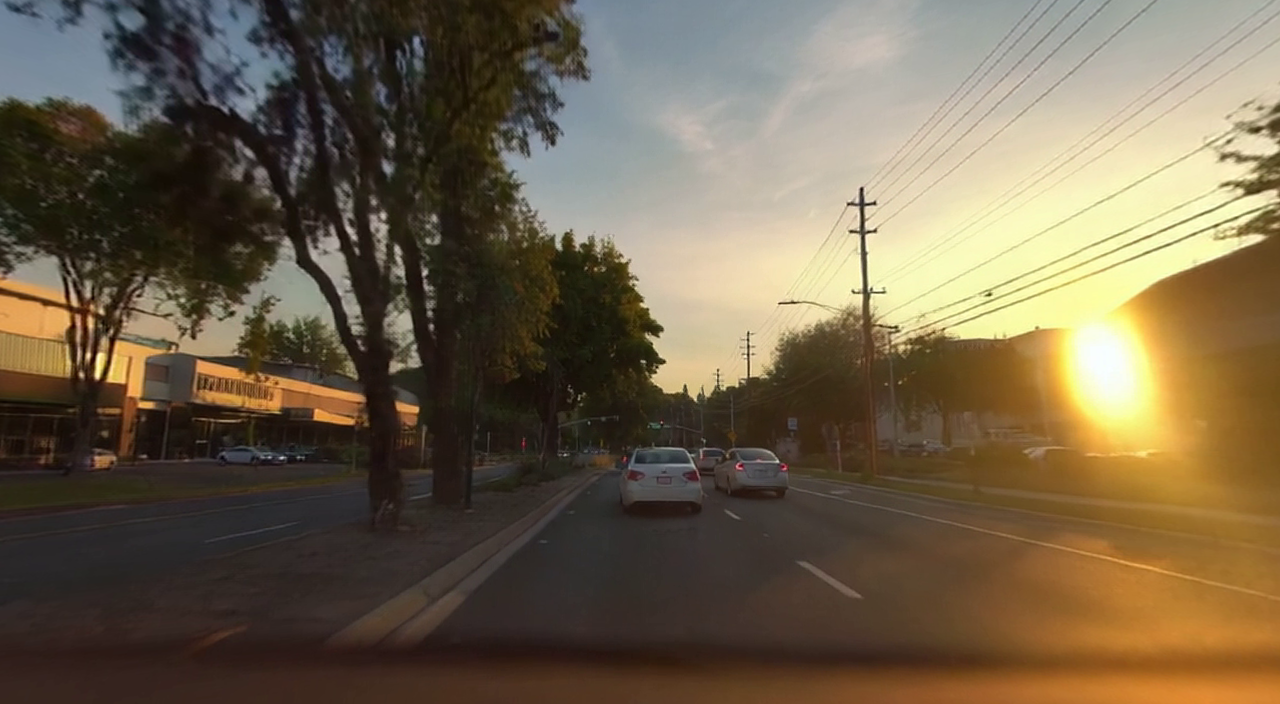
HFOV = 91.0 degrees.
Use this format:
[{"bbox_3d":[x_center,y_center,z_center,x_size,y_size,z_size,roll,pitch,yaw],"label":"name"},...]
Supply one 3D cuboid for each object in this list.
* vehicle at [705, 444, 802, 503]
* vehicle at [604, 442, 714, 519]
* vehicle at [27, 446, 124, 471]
[{"bbox_3d":[3.134,3.436,18.283,1.985,1.489,4.036,0,-8,-1],"label":"vehicle"},{"bbox_3d":[0.302,2.814,14.344,2.144,1.473,4.028,1,-8,-2],"label":"vehicle"},{"bbox_3d":[-38.802,7.298,43.386,1.804,1.478,4.485,-4,-8,25],"label":"vehicle"}]
